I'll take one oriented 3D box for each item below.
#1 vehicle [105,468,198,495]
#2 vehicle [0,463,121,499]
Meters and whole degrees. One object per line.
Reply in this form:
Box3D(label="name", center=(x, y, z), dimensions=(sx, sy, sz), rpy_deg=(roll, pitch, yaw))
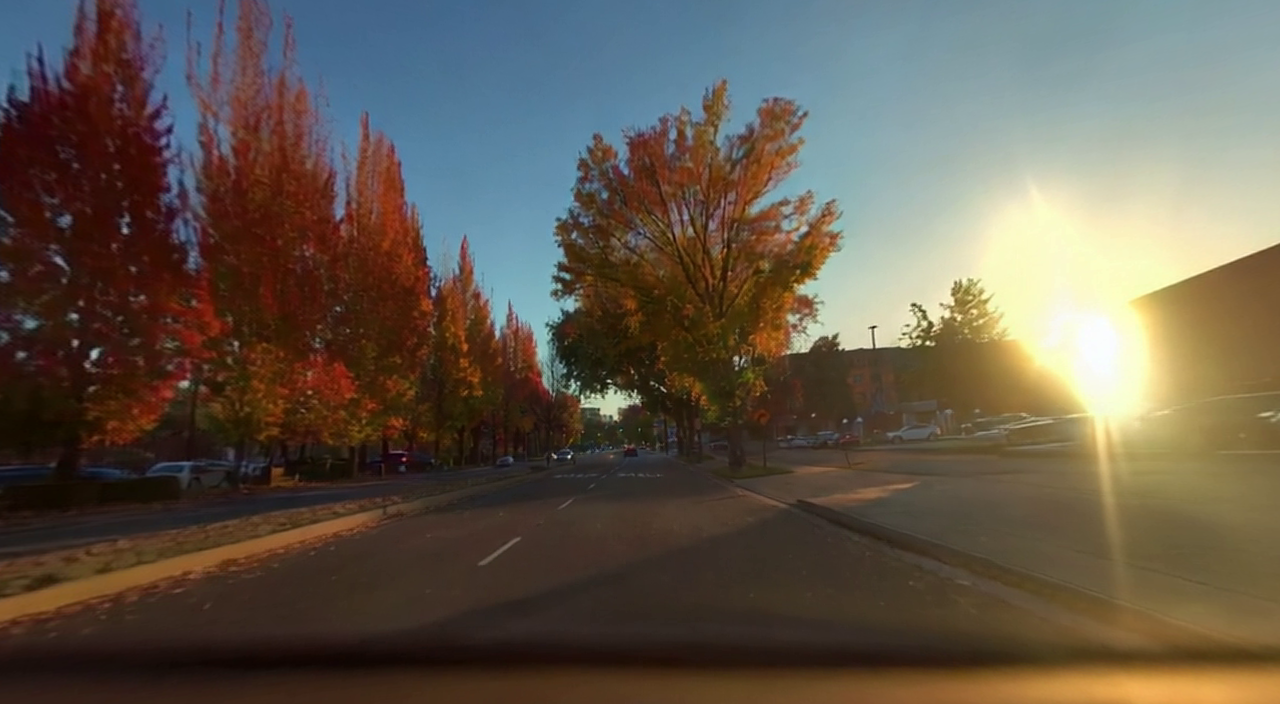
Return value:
Box3D(label="vehicle", center=(-27.942, 7.387, 35.954), dimensions=(3.844, 1.448, 1.746), rpy_deg=(0, -9, 1))
Box3D(label="vehicle", center=(-28.380, 6.236, 30.503), dimensions=(4.552, 1.576, 2.005), rpy_deg=(0, -9, 2))
